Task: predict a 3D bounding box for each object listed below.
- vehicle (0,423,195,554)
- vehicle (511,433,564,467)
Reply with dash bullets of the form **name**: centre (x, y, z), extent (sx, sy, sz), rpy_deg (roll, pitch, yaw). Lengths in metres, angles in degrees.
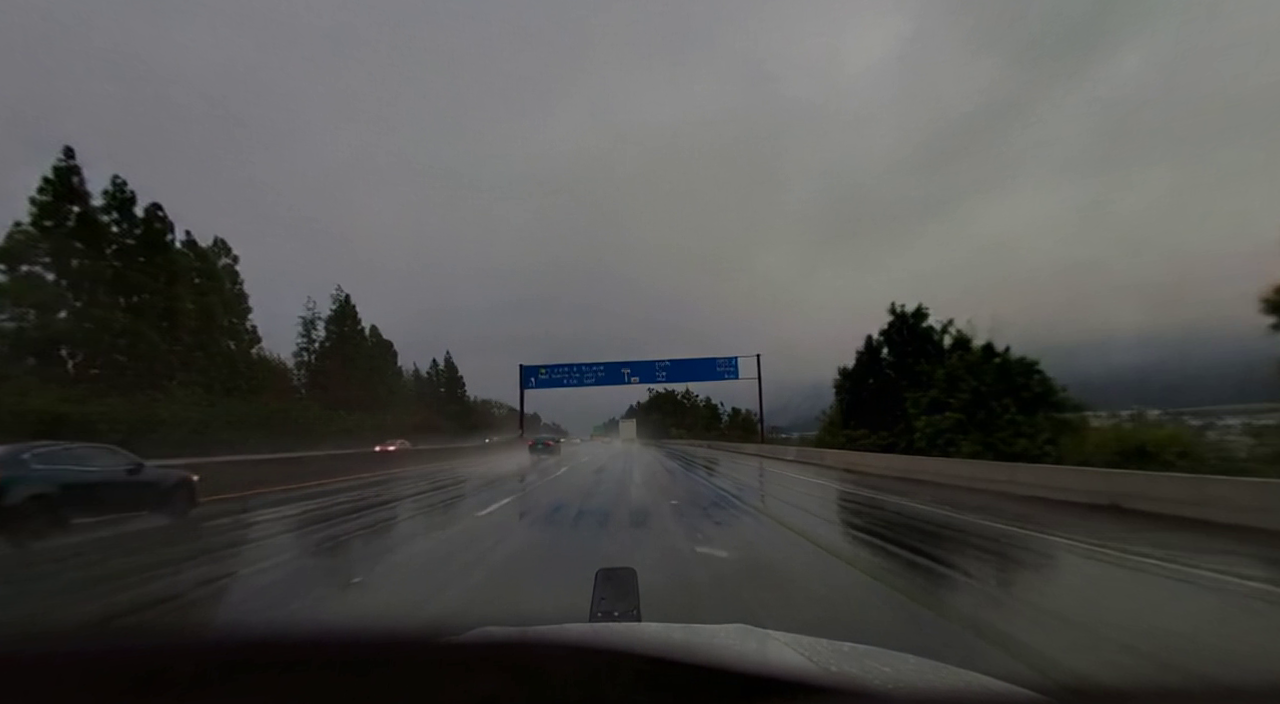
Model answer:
- **vehicle**: centre (-8.274, 1.680, 8.142), extent (1.973, 1.470, 4.270), rpy_deg (0, -7, -1)
- **vehicle**: centre (-4.858, 4.677, 30.290), extent (1.912, 1.495, 3.703), rpy_deg (0, -7, 0)
